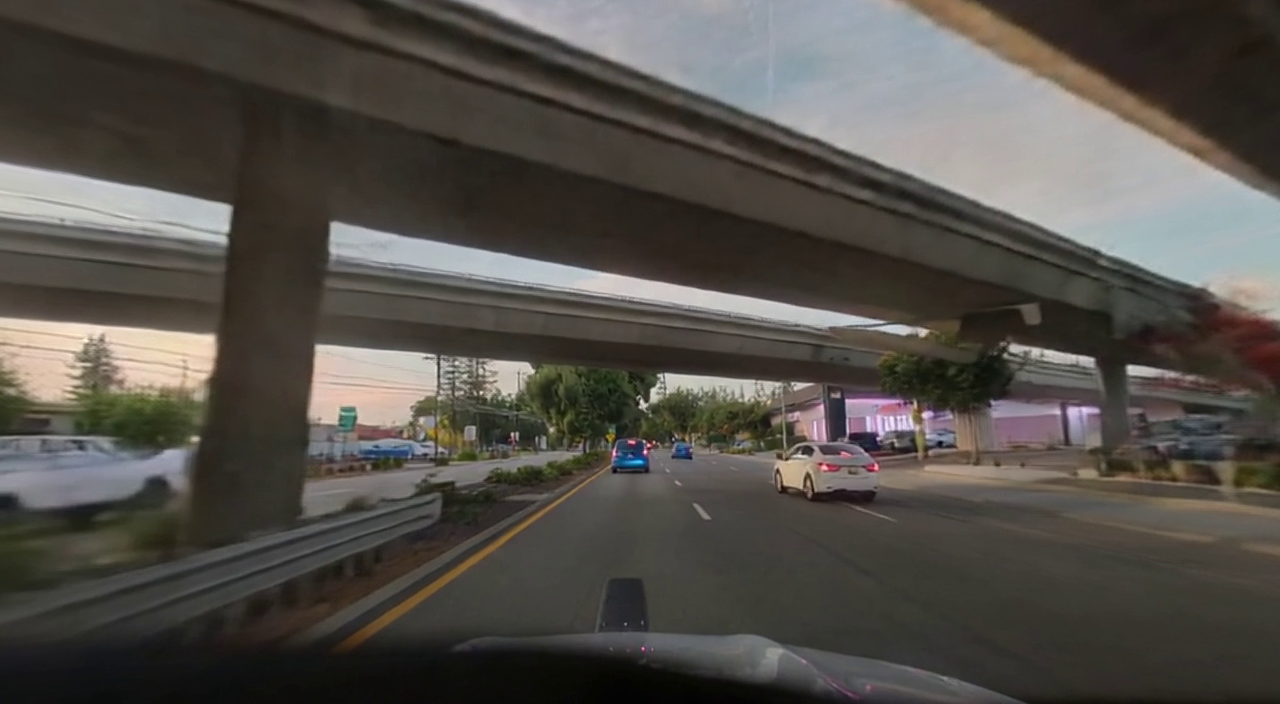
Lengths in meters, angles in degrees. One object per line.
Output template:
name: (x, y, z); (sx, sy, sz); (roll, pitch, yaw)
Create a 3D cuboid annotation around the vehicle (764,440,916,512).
vehicle: (4.675, 2.953, 15.571); (1.954, 1.479, 4.557); (0, -8, -4)

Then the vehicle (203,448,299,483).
vehicle: (-19.421, 5.657, 31.744); (1.913, 1.612, 4.505); (0, -8, 0)

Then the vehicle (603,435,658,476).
vehicle: (-0.414, 4.937, 30.327); (2.441, 1.813, 4.581); (0, -8, 0)

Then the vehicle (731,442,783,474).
vehicle: (6.476, 5.898, 35.314); (1.974, 1.663, 4.299); (0, -8, -1)

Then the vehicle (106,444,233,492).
vehicle: (-19.746, 4.845, 26.744); (1.989, 1.820, 4.427); (0, -8, -1)

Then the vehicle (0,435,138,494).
vehicle: (-25.397, 4.679, 26.664); (2.510, 2.180, 7.492); (0, -9, -4)

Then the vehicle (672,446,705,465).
vehicle: (3.684, 7.921, 48.572); (2.126, 1.375, 4.241); (0, -8, -1)
